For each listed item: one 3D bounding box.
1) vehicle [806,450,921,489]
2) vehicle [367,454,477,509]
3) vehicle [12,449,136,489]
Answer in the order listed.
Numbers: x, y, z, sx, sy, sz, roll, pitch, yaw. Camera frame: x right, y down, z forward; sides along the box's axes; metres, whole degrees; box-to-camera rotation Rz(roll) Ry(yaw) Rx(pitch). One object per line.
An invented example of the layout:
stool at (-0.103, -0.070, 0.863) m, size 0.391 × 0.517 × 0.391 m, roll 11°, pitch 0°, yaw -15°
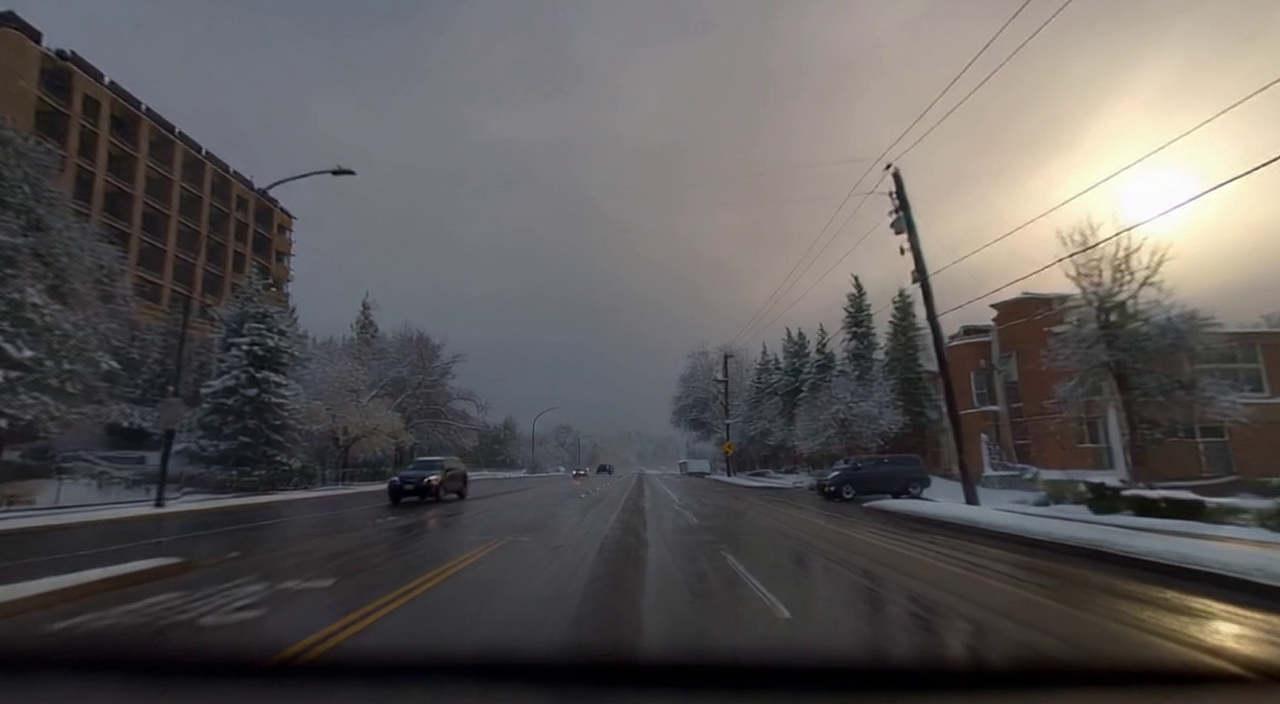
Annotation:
vehicle at (11.055, 5.830, 31.320) m, size 4.903 × 1.831 × 2.098 m, roll 0°, pitch -9°, yaw 2°
vehicle at (-7.596, 4.531, 22.432) m, size 2.220 × 1.681 × 4.633 m, roll 0°, pitch -9°, yaw 0°
vehicle at (-27.578, 5.748, 30.714) m, size 3.770 × 1.737 × 2.102 m, roll 1°, pitch -15°, yaw -1°
